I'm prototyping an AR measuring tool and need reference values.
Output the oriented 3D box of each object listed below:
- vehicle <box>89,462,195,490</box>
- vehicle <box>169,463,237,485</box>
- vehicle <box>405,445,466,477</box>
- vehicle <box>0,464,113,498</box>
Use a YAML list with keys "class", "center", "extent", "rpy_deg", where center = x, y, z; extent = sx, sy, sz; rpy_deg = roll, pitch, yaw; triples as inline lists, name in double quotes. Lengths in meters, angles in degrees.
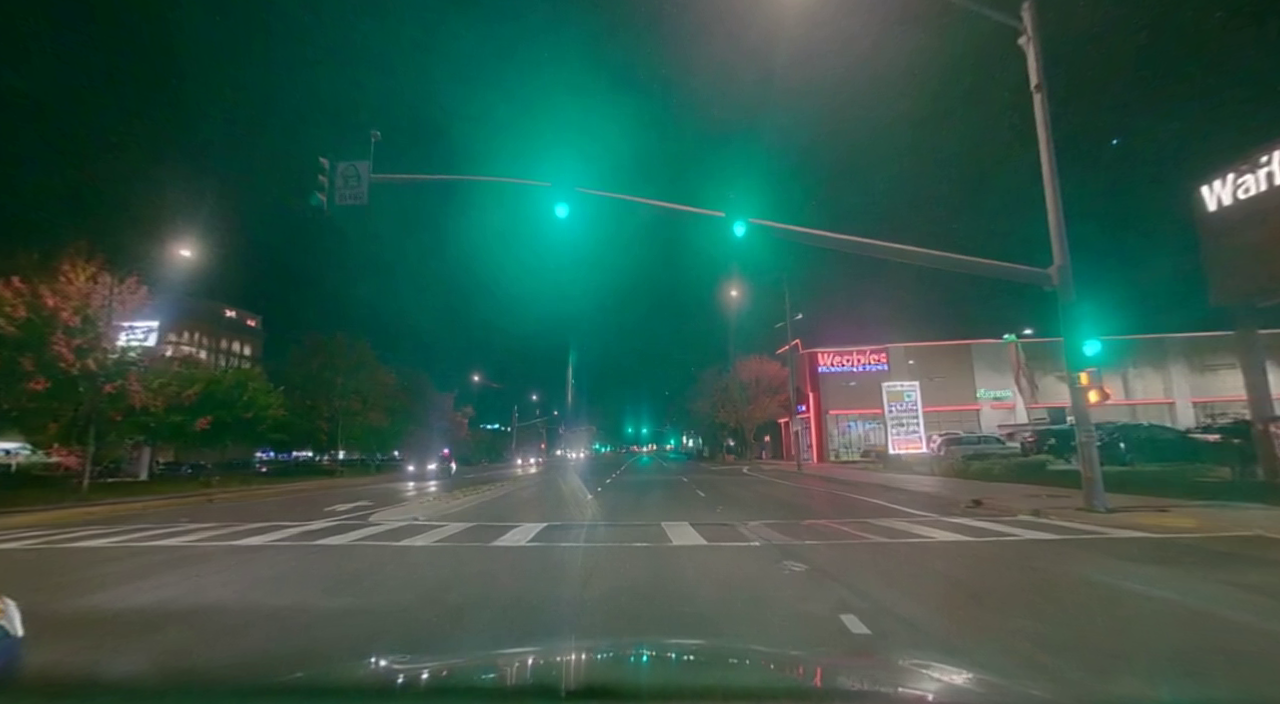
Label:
- class: "vehicle"
  center: [-30.802, 7.653, 39.191]
  extent: [4.731, 1.486, 2.187]
  rpy_deg: [4, -9, -27]
- class: "vehicle"
  center: [-31.433, 8.758, 45.408]
  extent: [3.590, 1.441, 1.605]
  rpy_deg: [2, -8, -15]
- class: "vehicle"
  center: [-14.464, 7.729, 44.977]
  extent: [2.315, 1.998, 5.808]
  rpy_deg: [-3, -8, 1]
- class: "vehicle"
  center: [-30.898, 6.723, 32.971]
  extent: [4.667, 1.495, 2.056]
  rpy_deg: [4, -9, -26]
